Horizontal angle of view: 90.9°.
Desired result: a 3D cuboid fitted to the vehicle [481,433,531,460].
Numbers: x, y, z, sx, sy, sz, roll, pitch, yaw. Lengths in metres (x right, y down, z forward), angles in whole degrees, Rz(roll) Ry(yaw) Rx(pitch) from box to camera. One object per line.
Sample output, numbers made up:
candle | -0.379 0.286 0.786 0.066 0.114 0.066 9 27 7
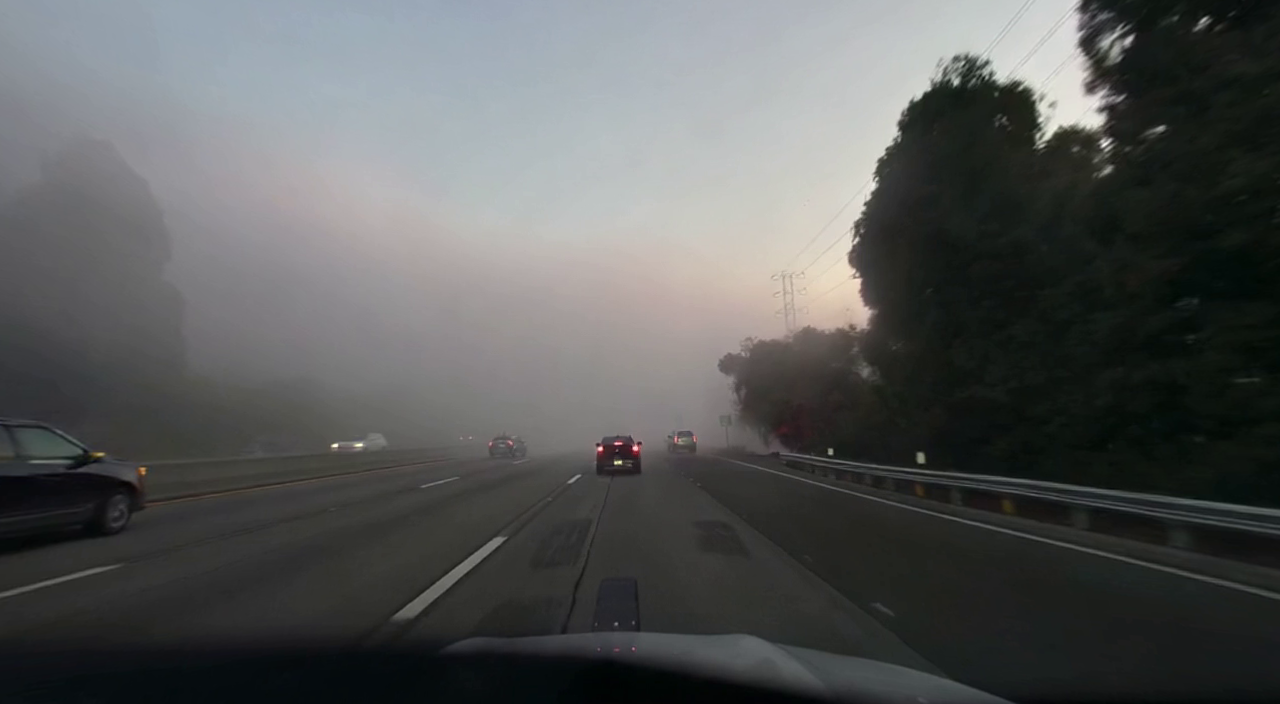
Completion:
vehicle | -7.723 5.461 36.720 1.992 1.494 4.133 0 -8 0

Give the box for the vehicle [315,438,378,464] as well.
vehicle | -16.620 5.605 35.943 1.740 1.382 3.914 0 -8 0

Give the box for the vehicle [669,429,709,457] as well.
vehicle | 3.029 5.735 39.855 1.950 1.695 4.446 0 -8 -2

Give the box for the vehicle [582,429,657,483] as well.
vehicle | -0.596 3.136 19.409 2.086 1.488 3.440 0 -8 -1

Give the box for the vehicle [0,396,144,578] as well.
vehicle | -6.943 1.191 5.375 1.980 1.678 4.255 0 -8 -1
